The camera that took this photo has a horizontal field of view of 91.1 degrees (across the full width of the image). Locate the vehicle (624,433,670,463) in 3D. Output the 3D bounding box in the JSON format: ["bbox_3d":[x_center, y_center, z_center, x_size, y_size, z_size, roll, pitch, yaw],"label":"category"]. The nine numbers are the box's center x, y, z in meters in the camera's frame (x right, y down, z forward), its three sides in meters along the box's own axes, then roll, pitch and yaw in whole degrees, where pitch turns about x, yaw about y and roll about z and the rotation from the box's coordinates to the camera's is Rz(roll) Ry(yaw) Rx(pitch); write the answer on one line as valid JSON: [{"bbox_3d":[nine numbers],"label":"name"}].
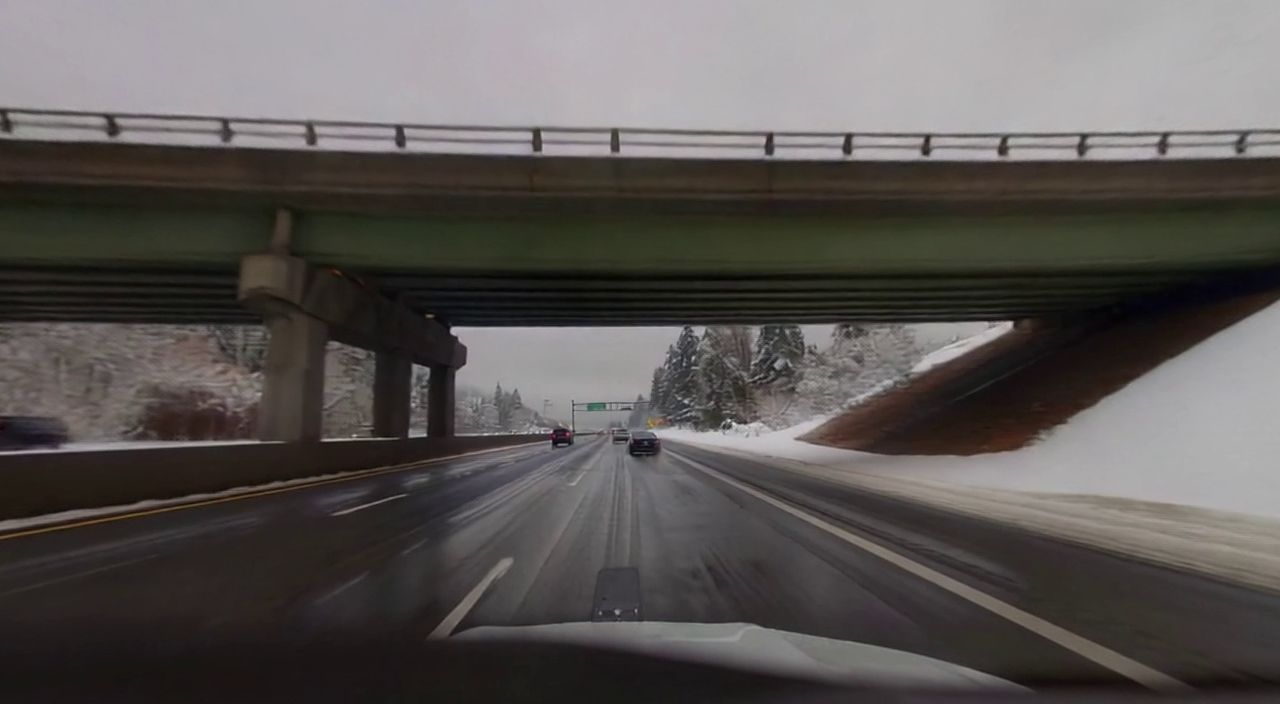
[{"bbox_3d":[0.264,4.536,30.044,1.999,1.329,3.913,0,-8,-2],"label":"vehicle"}]

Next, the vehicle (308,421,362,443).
[{"bbox_3d":[-21.924,5.790,45.373,1.859,1.480,4.314,0,-8,-3],"label":"vehicle"}]
